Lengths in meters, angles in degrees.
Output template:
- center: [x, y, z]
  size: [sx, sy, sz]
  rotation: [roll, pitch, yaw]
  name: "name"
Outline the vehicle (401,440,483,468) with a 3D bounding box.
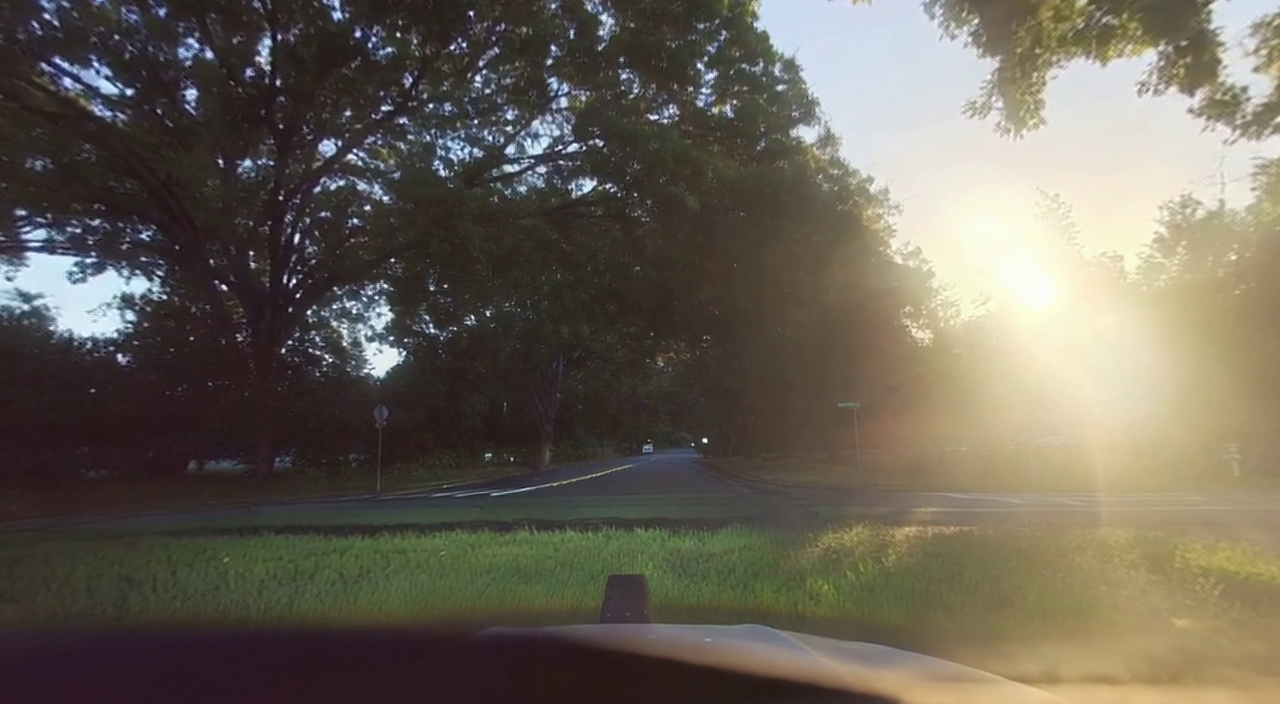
- center: [-12.703, 6.568, 40.638]
  size: [4.590, 1.735, 1.973]
  rotation: [0, -9, 3]
  name: "vehicle"
